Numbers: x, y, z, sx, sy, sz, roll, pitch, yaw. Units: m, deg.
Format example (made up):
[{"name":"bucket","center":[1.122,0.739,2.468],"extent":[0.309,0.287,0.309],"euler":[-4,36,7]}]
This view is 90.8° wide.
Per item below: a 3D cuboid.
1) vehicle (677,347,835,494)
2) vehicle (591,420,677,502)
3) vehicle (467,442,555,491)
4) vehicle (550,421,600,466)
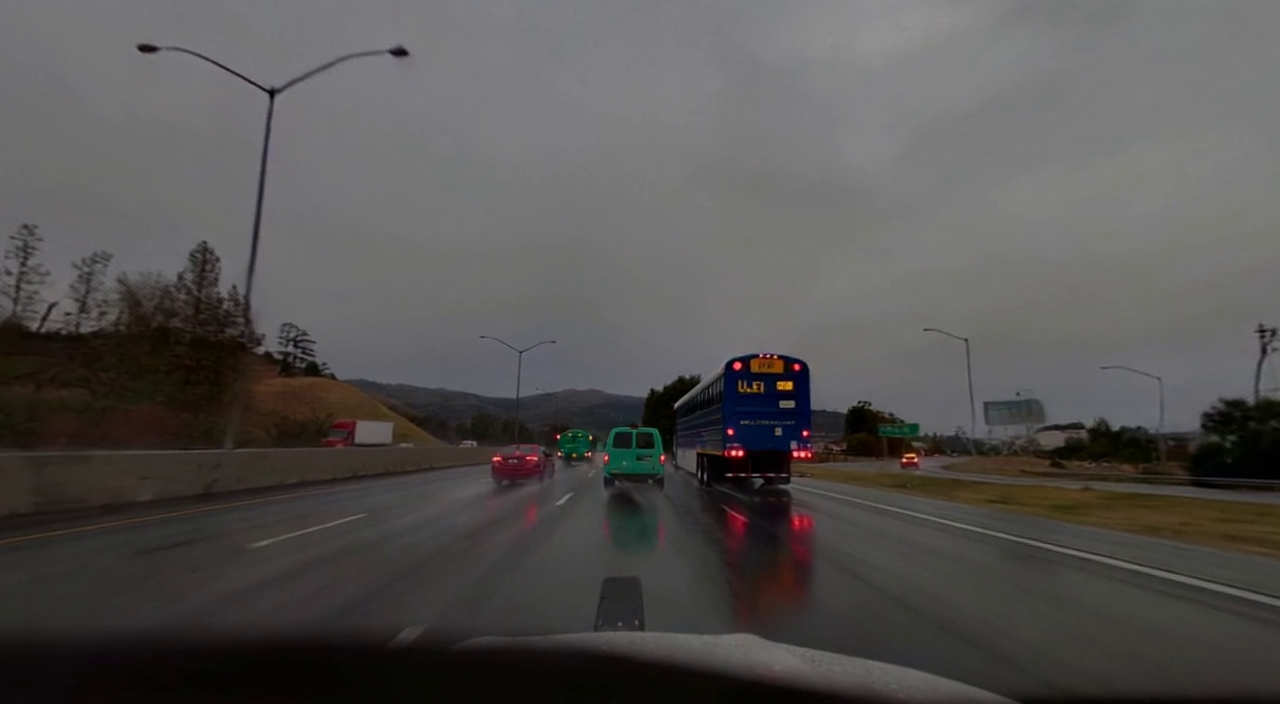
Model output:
[{"name":"vehicle","center":[3.613,2.861,24.246],"extent":[3.006,4.101,13.245],"euler":[0,-9,-2]},{"name":"vehicle","center":[-0.245,2.916,17.250],"extent":[2.037,1.929,4.343],"euler":[0,-9,-3]},{"name":"vehicle","center":[-4.117,3.727,20.899],"extent":[2.039,1.453,4.197],"euler":[0,-9,0]},{"name":"vehicle","center":[-4.545,6.660,45.811],"extent":[2.947,3.009,7.991],"euler":[0,-9,-2]}]
